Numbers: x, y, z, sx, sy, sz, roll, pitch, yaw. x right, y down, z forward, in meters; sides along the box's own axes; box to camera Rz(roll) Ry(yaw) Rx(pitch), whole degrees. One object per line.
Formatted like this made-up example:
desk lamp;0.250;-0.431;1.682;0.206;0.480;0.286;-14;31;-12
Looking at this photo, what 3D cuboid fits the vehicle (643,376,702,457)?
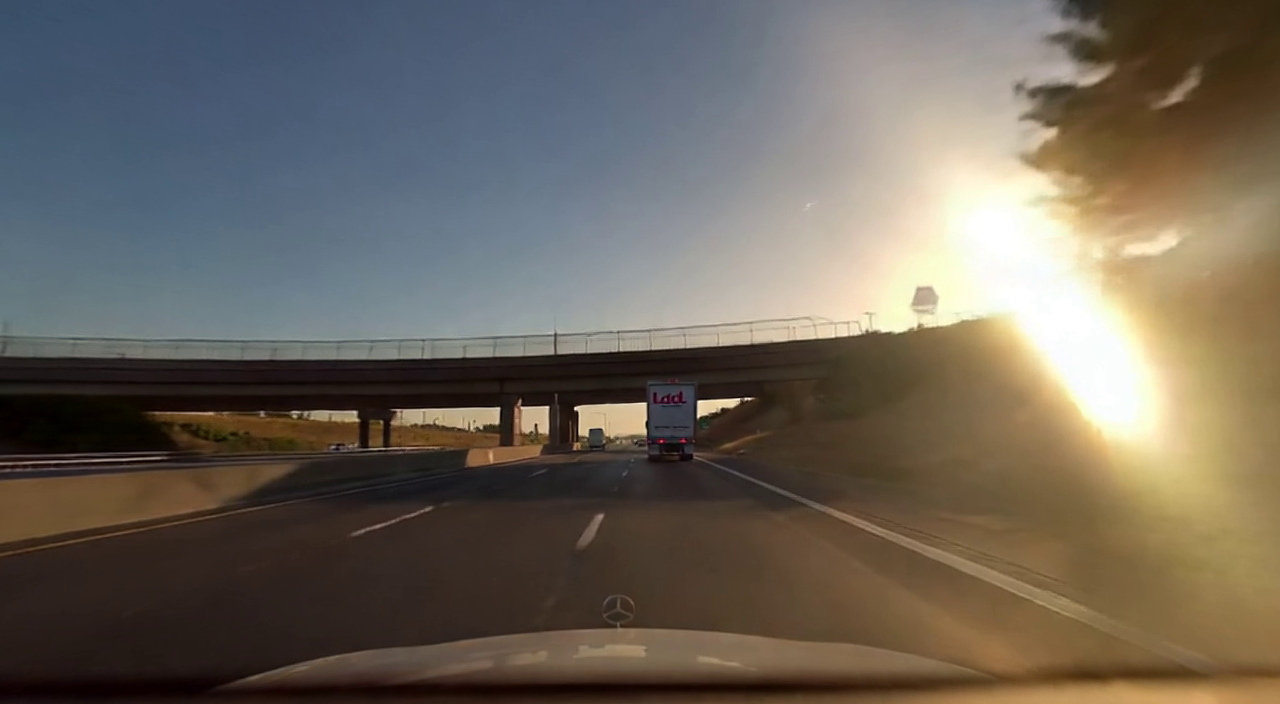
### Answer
vehicle;1.796;4.331;40.090;3.034;4.194;14.704;0;-8;1
